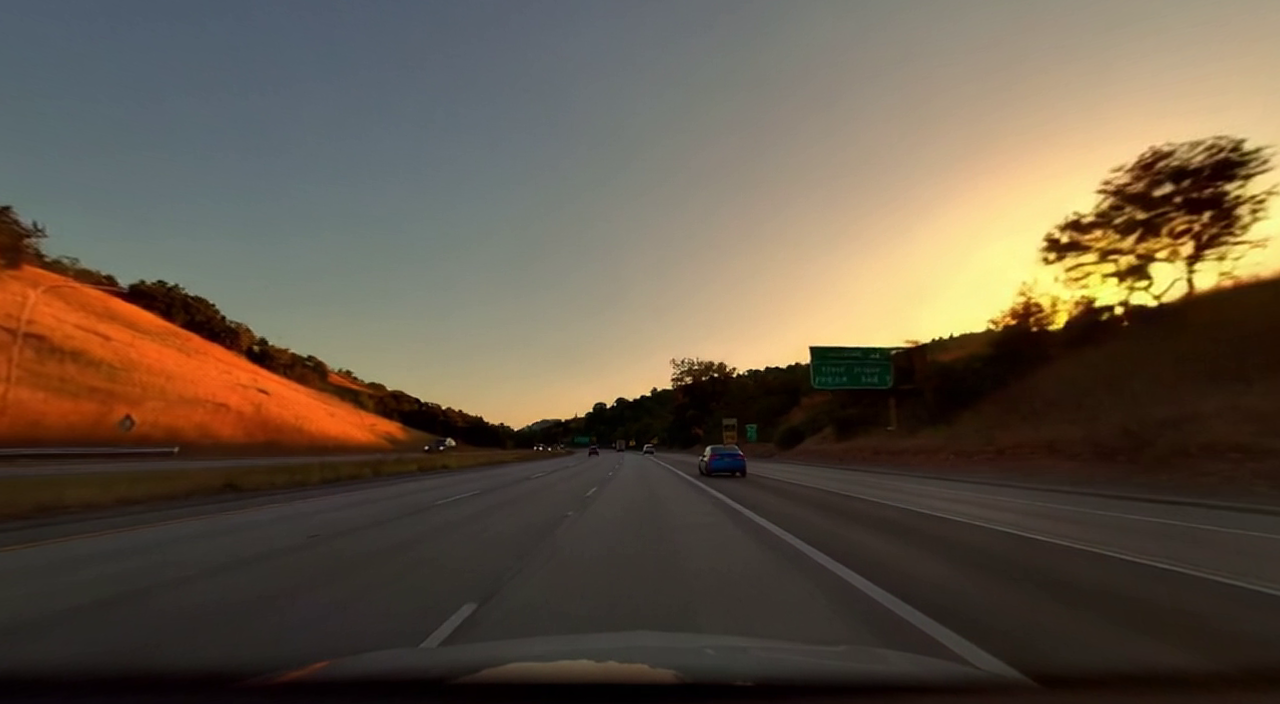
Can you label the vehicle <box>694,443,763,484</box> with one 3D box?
[{"bbox_3d":[3.407,4.402,25.196,2.033,1.501,4.398,0,-9,-1],"label":"vehicle"}]
